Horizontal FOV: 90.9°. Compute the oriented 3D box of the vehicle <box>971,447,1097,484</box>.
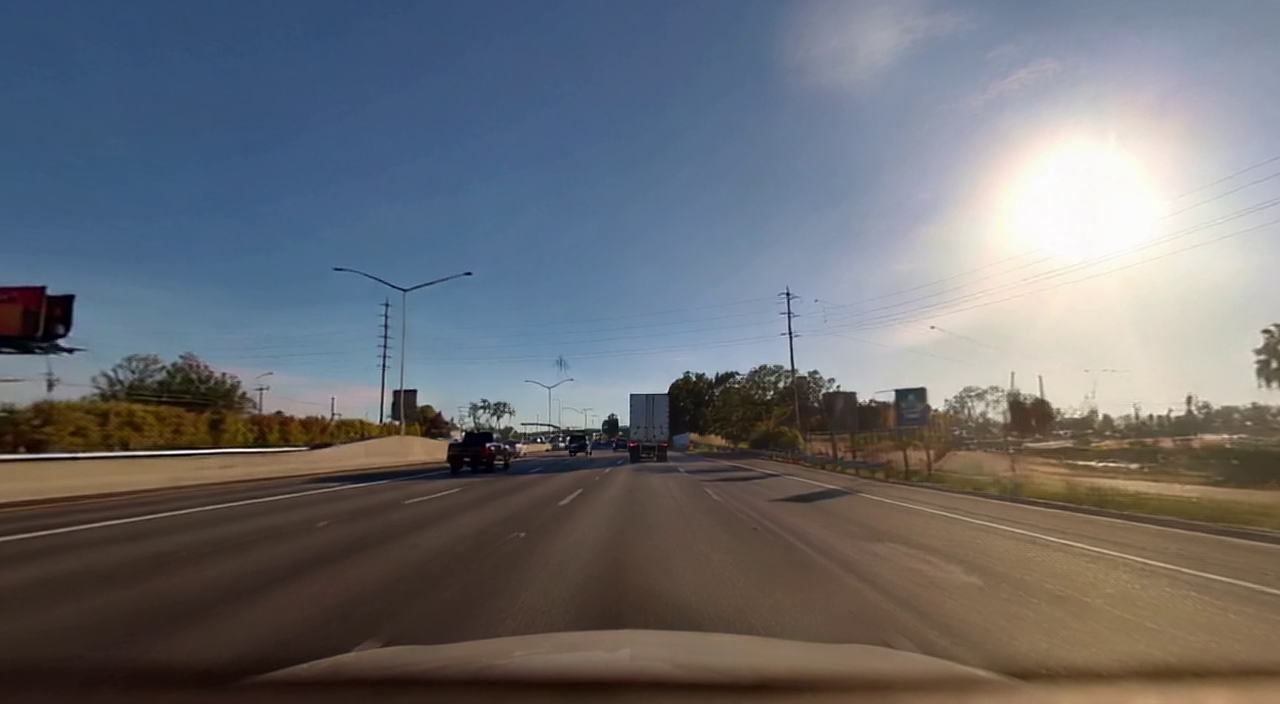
[{"bbox_3d":[17.829,5.140,28.855,1.757,1.437,4.897,5,-10,-16],"label":"vehicle"}]

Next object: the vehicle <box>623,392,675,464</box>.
[{"bbox_3d":[0.726,5.060,40.981,2.879,4.027,11.243,-1,-8,2],"label":"vehicle"}]

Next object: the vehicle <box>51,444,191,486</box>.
[{"bbox_3d":[-19.707,4.280,24.202,2.010,1.450,3.821,0,-8,2],"label":"vehicle"}]

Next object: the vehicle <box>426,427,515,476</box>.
[{"bbox_3d":[-6.941,4.169,26.566,2.197,1.847,5.364,0,-8,1],"label":"vehicle"}]

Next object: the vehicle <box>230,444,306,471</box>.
[{"bbox_3d":[-21.498,6.078,36.640,1.810,1.460,4.034,-1,-8,1],"label":"vehicle"}]
